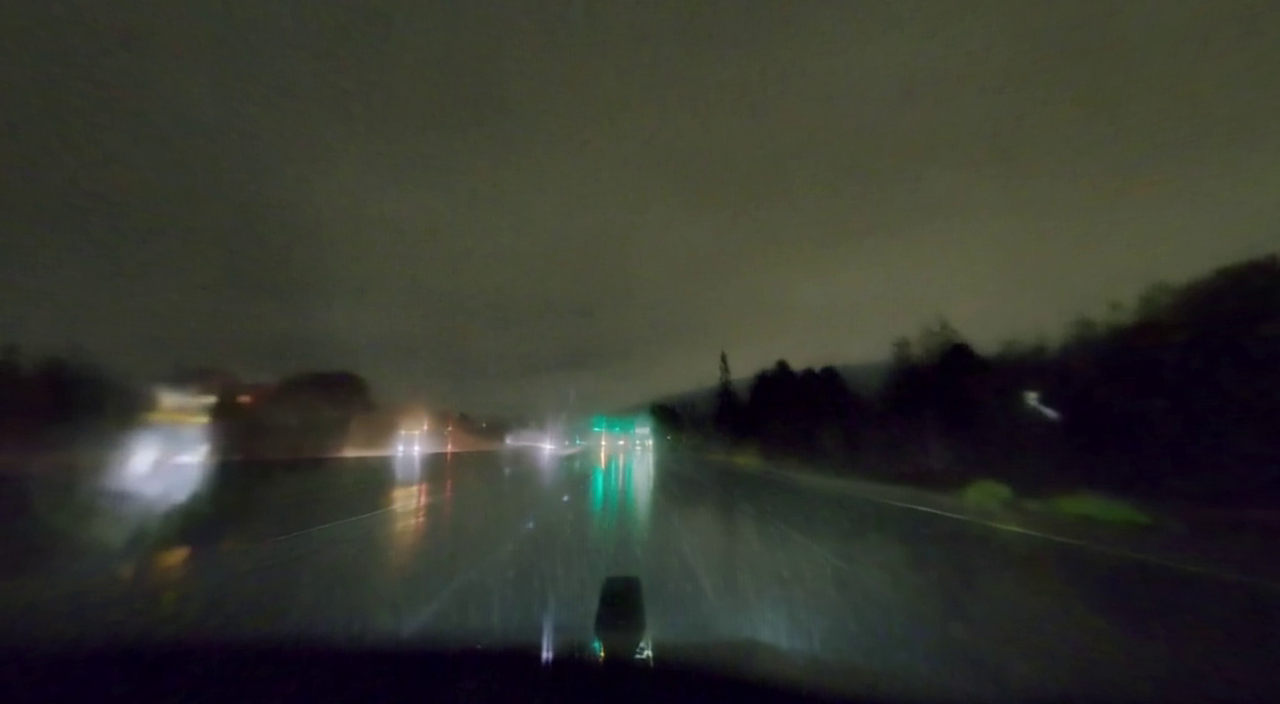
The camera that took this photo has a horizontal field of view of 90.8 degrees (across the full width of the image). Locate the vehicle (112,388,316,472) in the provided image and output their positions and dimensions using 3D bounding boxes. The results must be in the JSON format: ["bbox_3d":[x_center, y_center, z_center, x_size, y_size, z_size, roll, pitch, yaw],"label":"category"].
[{"bbox_3d":[-23.066,4.609,35.715,2.979,3.898,12.555,0,-9,-1],"label":"vehicle"}]
